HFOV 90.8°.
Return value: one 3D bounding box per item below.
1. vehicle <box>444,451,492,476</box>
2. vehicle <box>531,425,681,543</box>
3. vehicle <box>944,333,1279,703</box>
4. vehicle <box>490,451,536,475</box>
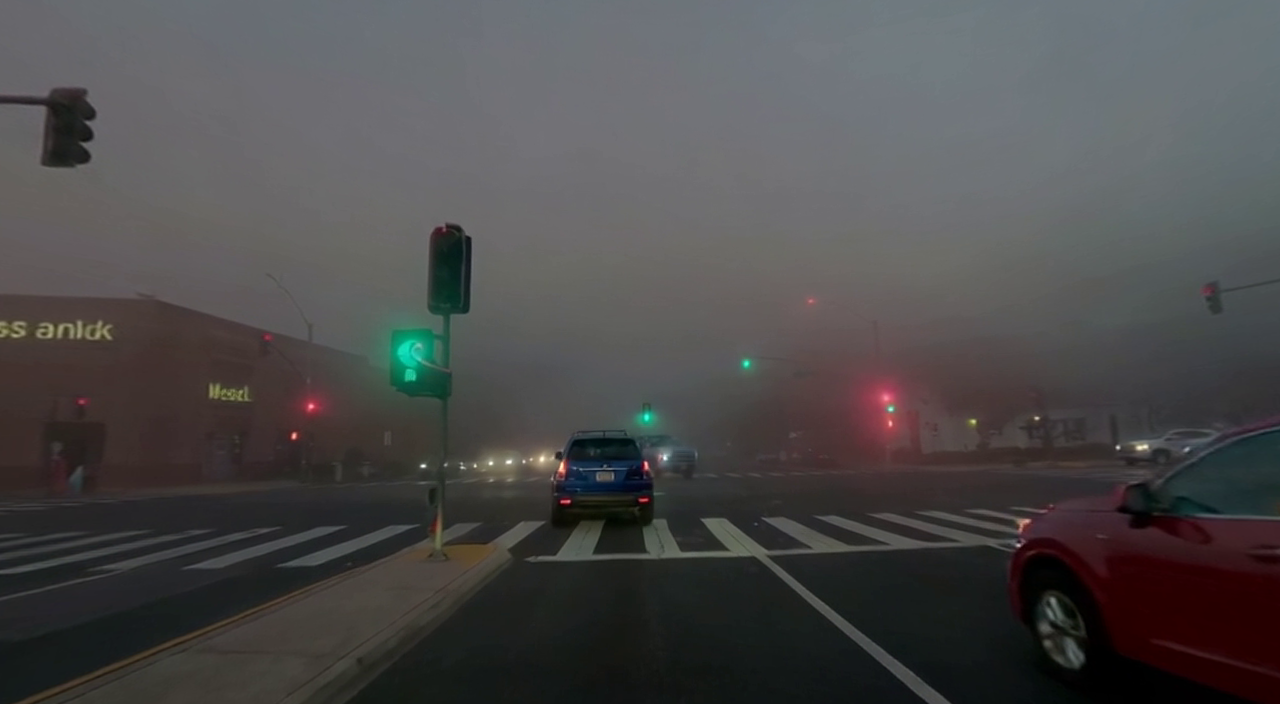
[{"bbox_3d":[-11.848,7.695,43.816,2.005,1.596,4.342,-1,-9,1],"label":"vehicle"},{"bbox_3d":[-0.879,2.357,12.019,2.238,1.762,4.445,1,-9,-11],"label":"vehicle"},{"bbox_3d":[3.214,0.787,2.238,2.040,1.674,4.455,0,-9,0],"label":"vehicle"},{"bbox_3d":[-8.592,7.539,43.114,2.163,1.529,4.210,0,-9,1],"label":"vehicle"}]
